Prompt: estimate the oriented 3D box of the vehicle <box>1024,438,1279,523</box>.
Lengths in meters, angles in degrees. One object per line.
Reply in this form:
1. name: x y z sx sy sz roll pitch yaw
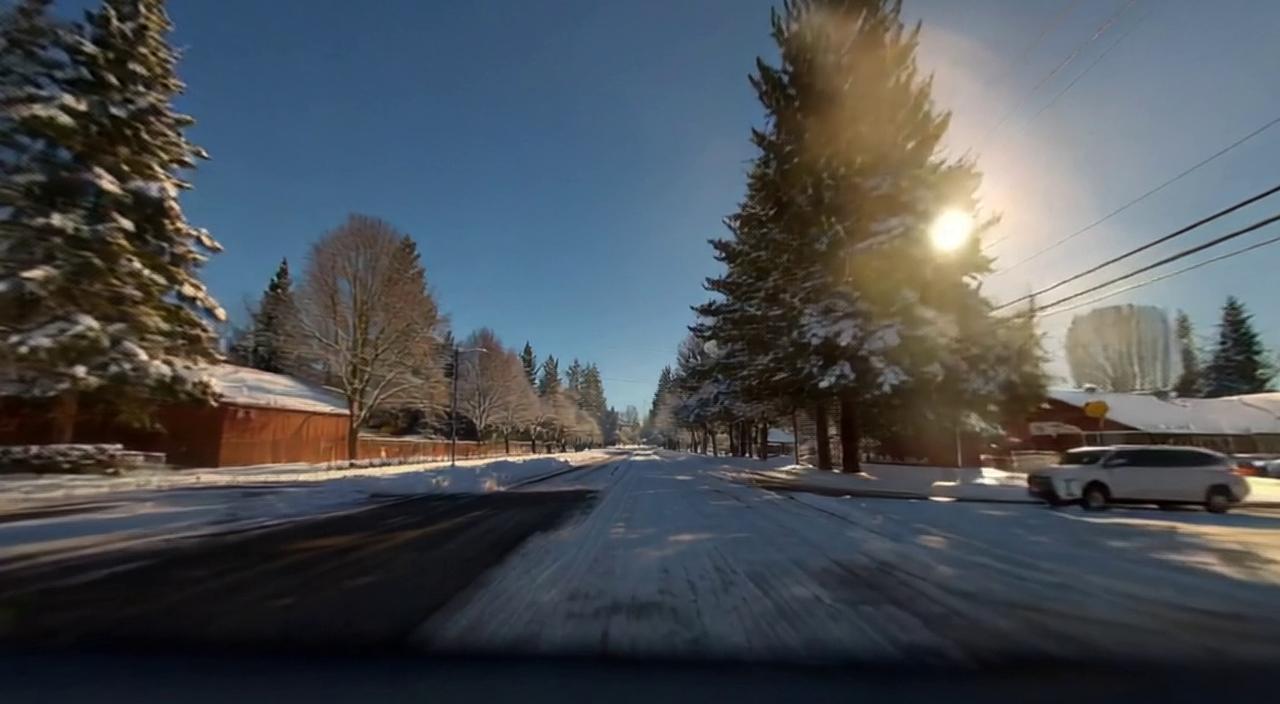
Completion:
1. vehicle: 11.018 2.626 13.272 4.565 1.600 2.023 1 -9 -5
